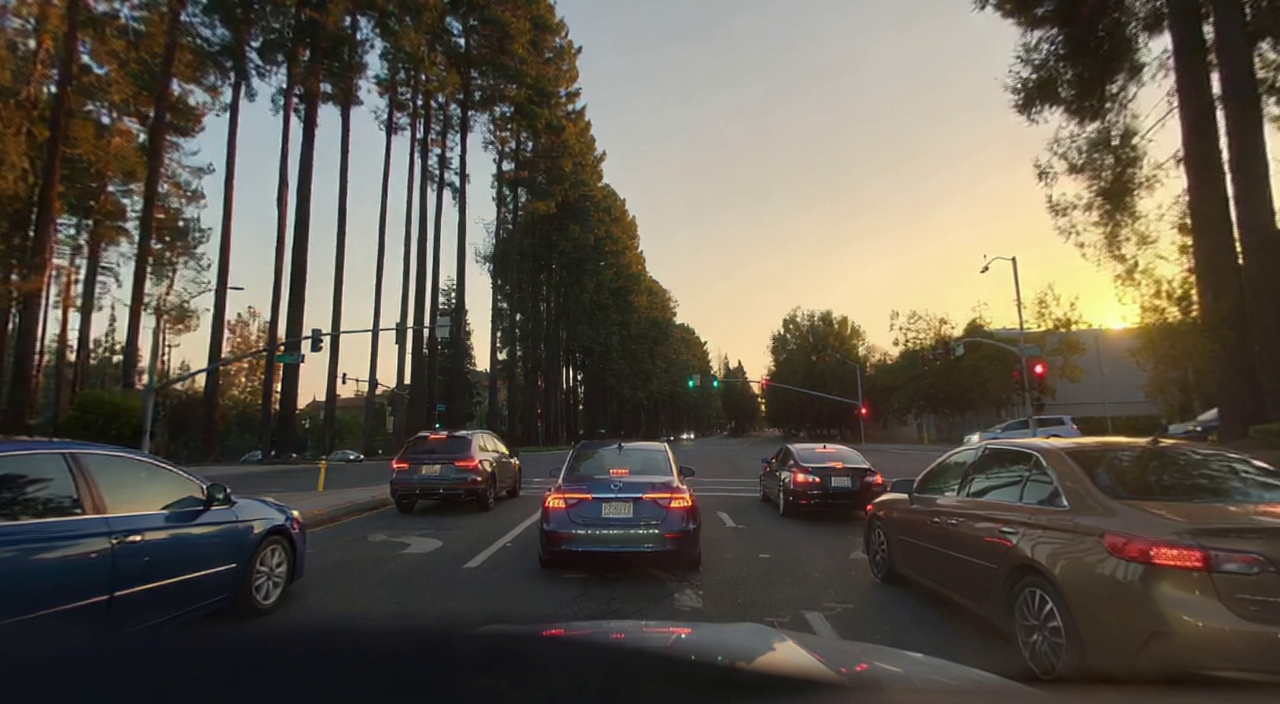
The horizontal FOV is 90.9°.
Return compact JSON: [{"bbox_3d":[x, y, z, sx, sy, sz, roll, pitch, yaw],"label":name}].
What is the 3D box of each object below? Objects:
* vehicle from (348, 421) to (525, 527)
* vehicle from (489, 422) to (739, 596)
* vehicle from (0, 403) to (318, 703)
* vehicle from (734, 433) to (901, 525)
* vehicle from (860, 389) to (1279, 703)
[{"bbox_3d":[-3.726,2.311,12.482,1.961,1.714,4.268,0,-8,2],"label":"vehicle"},{"bbox_3d":[-0.254,1.639,7.404,2.147,1.479,3.803,0,-8,-1],"label":"vehicle"},{"bbox_3d":[-3.650,1.020,3.002,1.935,1.482,4.433,0,-8,-1],"label":"vehicle"},{"bbox_3d":[3.180,2.335,12.330,1.975,1.460,4.357,0,-8,0],"label":"vehicle"},{"bbox_3d":[3.135,1.150,4.058,1.903,1.480,4.270,0,-8,0],"label":"vehicle"}]
